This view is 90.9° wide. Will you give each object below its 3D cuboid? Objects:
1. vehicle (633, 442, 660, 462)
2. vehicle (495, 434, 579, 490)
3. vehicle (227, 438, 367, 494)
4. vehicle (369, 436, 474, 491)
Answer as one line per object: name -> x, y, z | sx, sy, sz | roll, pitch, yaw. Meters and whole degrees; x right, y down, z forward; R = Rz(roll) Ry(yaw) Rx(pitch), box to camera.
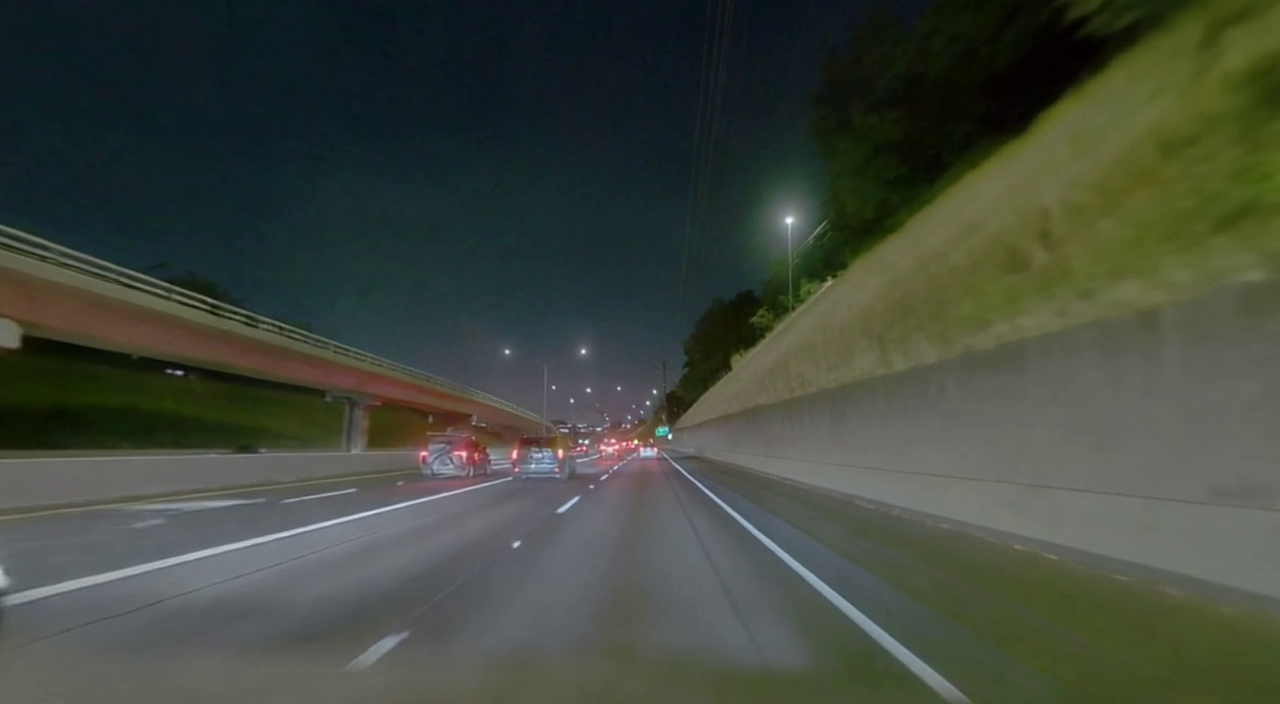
vehicle -> 0.483, 7.833, 49.543 | 2.074, 1.465, 3.977 | 0, -8, 0
vehicle -> -3.433, 3.757, 21.980 | 2.052, 1.731, 4.372 | 0, -8, 2
vehicle -> -11.154, 3.702, 20.972 | 1.951, 1.628, 4.617 | 0, -8, 1
vehicle -> -7.239, 3.715, 21.410 | 1.959, 1.652, 4.170 | 0, -8, 2
